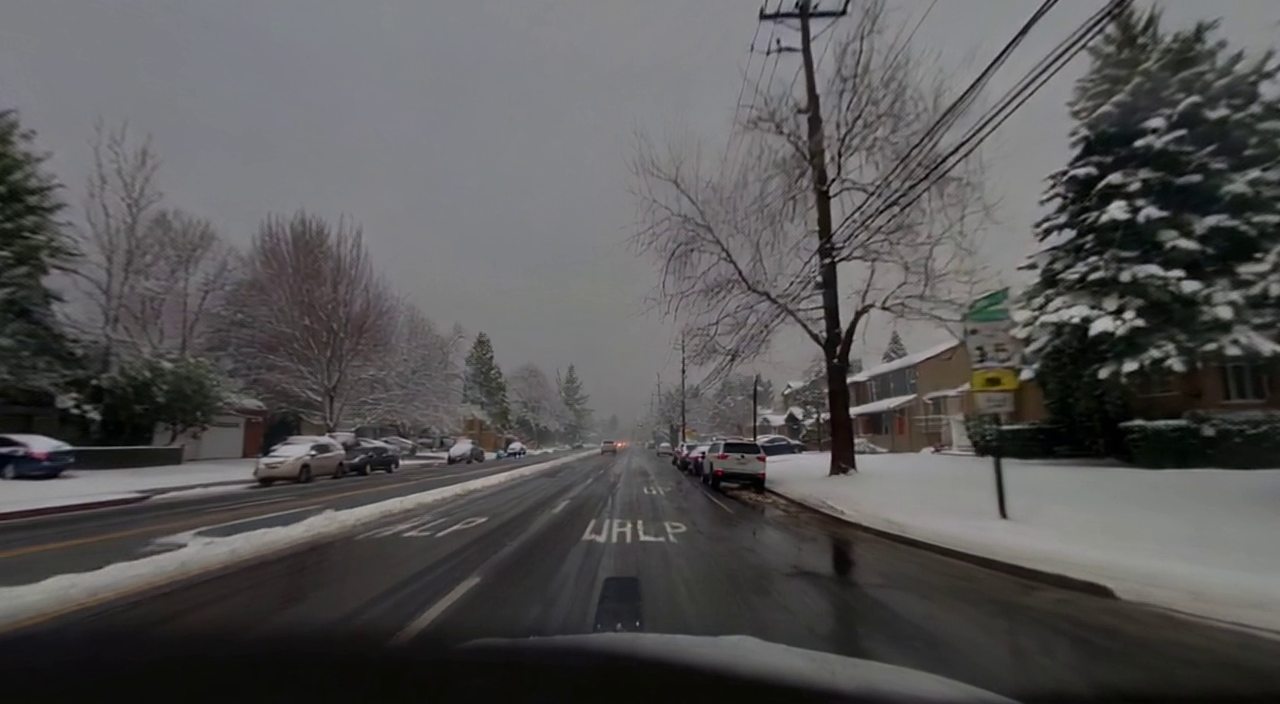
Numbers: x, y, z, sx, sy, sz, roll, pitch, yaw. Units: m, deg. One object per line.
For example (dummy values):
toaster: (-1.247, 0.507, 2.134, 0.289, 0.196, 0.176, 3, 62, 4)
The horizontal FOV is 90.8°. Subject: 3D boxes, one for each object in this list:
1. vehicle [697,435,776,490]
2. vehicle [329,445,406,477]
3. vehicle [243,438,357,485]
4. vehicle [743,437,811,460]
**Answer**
vehicle: (3.348, 3.950, 22.837, 2.045, 1.746, 4.564, 1, -9, -1)
vehicle: (-14.011, 5.598, 32.815, 1.887, 1.490, 4.656, 1, -9, 0)
vehicle: (-14.059, 4.558, 26.550, 1.913, 1.745, 4.992, 0, -9, 1)
vehicle: (10.746, 7.666, 49.912, 4.818, 1.605, 2.049, -1, -9, -2)
